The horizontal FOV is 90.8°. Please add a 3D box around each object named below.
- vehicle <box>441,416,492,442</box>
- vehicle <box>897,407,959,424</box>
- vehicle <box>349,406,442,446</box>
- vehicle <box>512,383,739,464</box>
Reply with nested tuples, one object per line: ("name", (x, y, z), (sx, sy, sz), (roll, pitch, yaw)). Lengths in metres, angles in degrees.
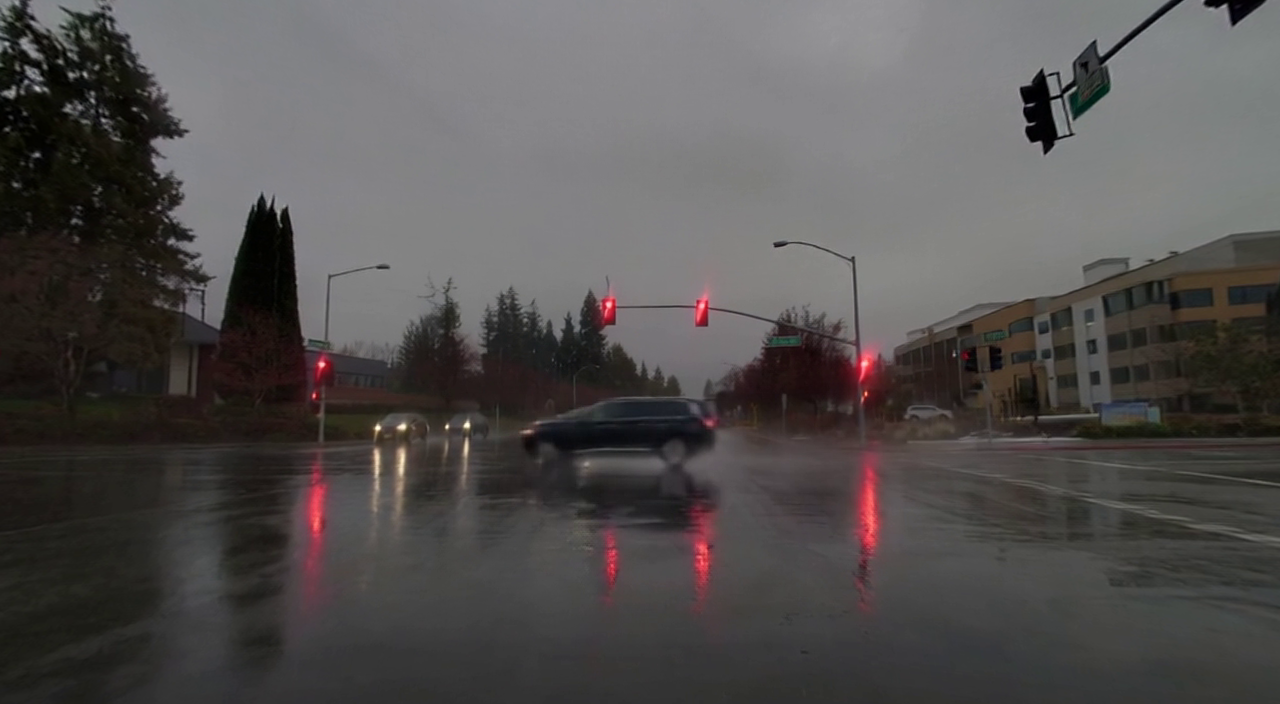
("vehicle", (-11.225, 5.077, 41.247), (1.899, 1.510, 4.294), (-1, -9, 4))
("vehicle", (22.067, 4.895, 48.526), (3.933, 1.219, 1.700), (-1, -9, 4))
("vehicle", (-12.500, 3.928, 32.746), (2.340, 1.902, 4.920), (-2, -9, 8))
("vehicle", (-0.320, 1.867, 16.141), (5.383, 1.870, 2.203), (-1, -9, 3))
